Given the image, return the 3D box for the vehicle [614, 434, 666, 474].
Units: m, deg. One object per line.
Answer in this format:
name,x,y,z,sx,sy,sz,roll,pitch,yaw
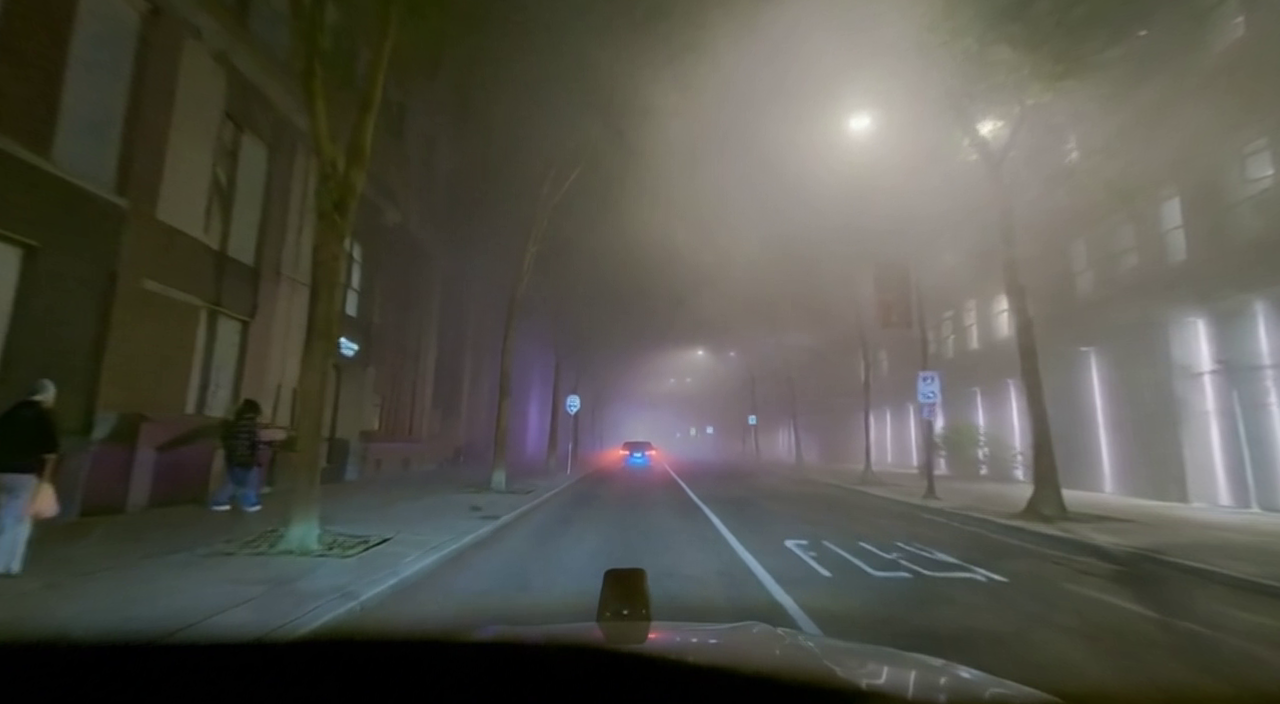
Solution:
vehicle,-0.032,4.413,27.552,2.079,1.621,3.861,0,-8,-1
